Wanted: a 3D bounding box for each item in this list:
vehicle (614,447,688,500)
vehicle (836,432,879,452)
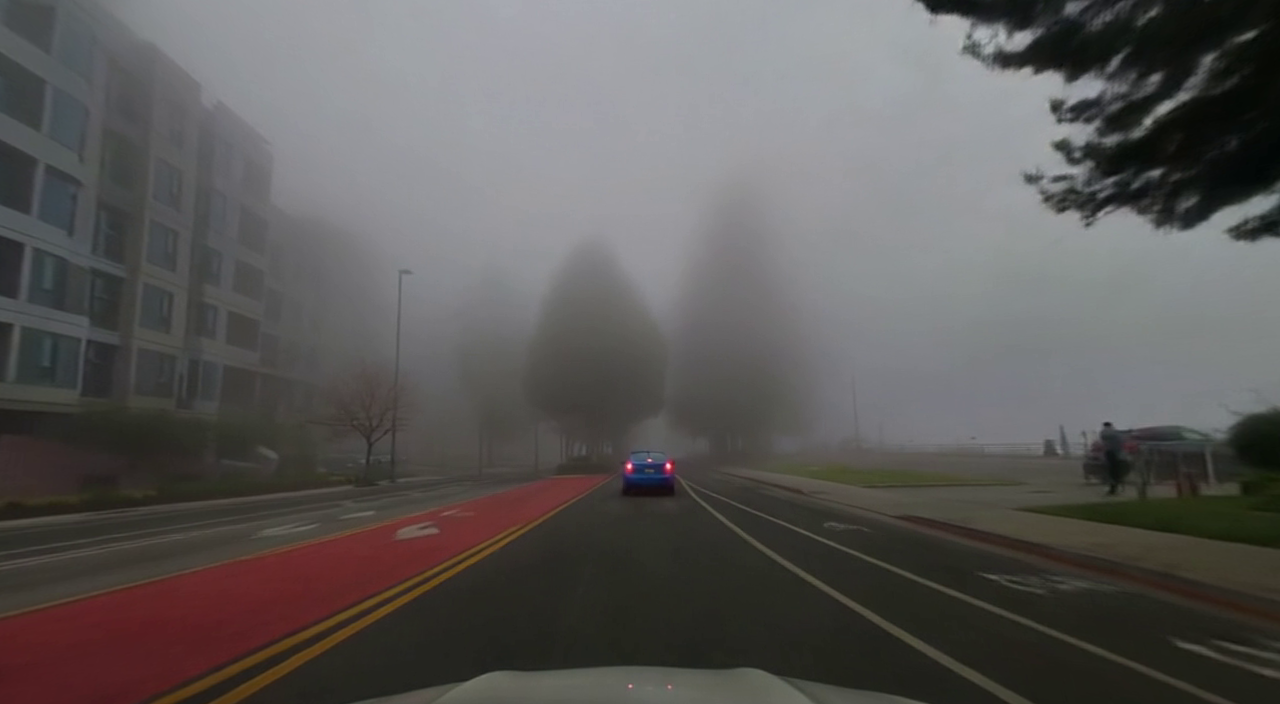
[{"bbox_3d":[0.298,3.728,19.759,2.063,1.442,4.135,0,-9,0],"label":"vehicle"},{"bbox_3d":[16.202,6.767,47.146,1.979,1.460,3.848,-1,-9,2],"label":"vehicle"}]
